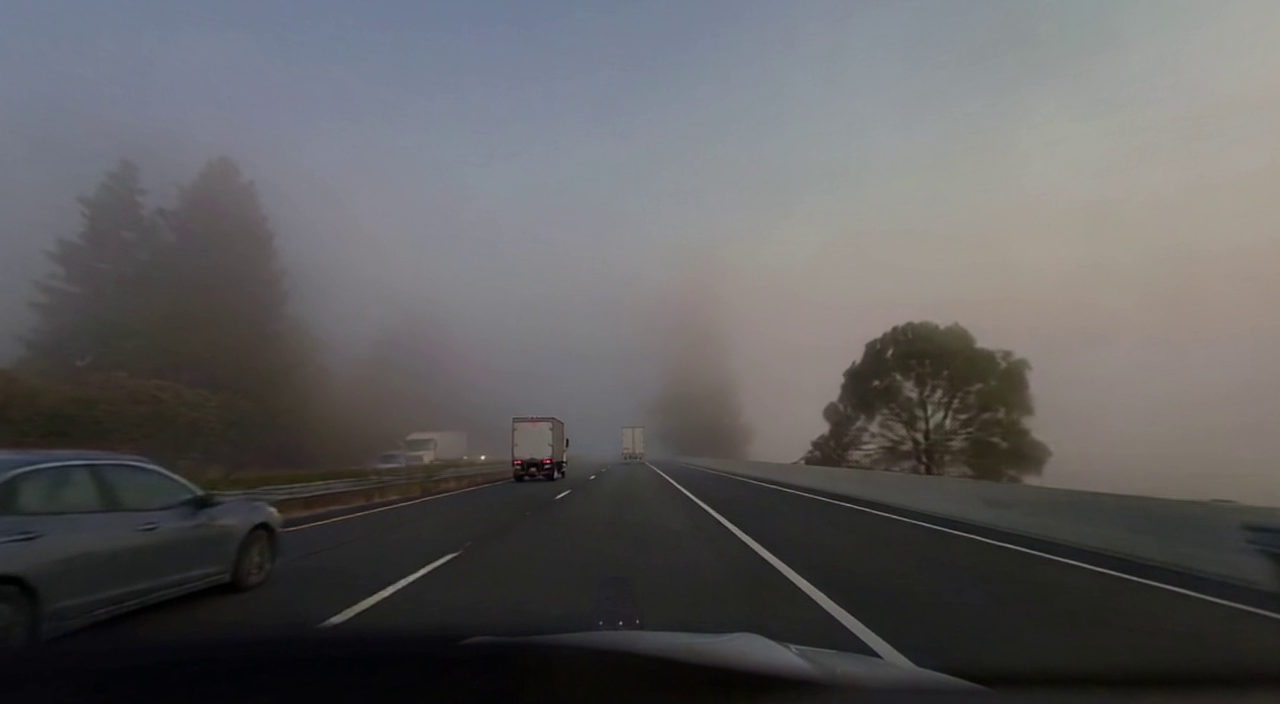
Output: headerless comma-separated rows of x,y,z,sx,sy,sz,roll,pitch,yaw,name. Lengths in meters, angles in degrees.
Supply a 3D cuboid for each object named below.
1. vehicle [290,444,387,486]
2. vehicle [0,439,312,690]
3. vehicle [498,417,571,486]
-14.030,5.286,29.768,2.136,1.786,4.844,0,-9,0,vehicle
-4.743,1.419,4.772,1.979,1.459,4.643,0,-9,1,vehicle
-4.685,4.595,29.277,2.368,2.813,6.329,0,-9,-1,vehicle
